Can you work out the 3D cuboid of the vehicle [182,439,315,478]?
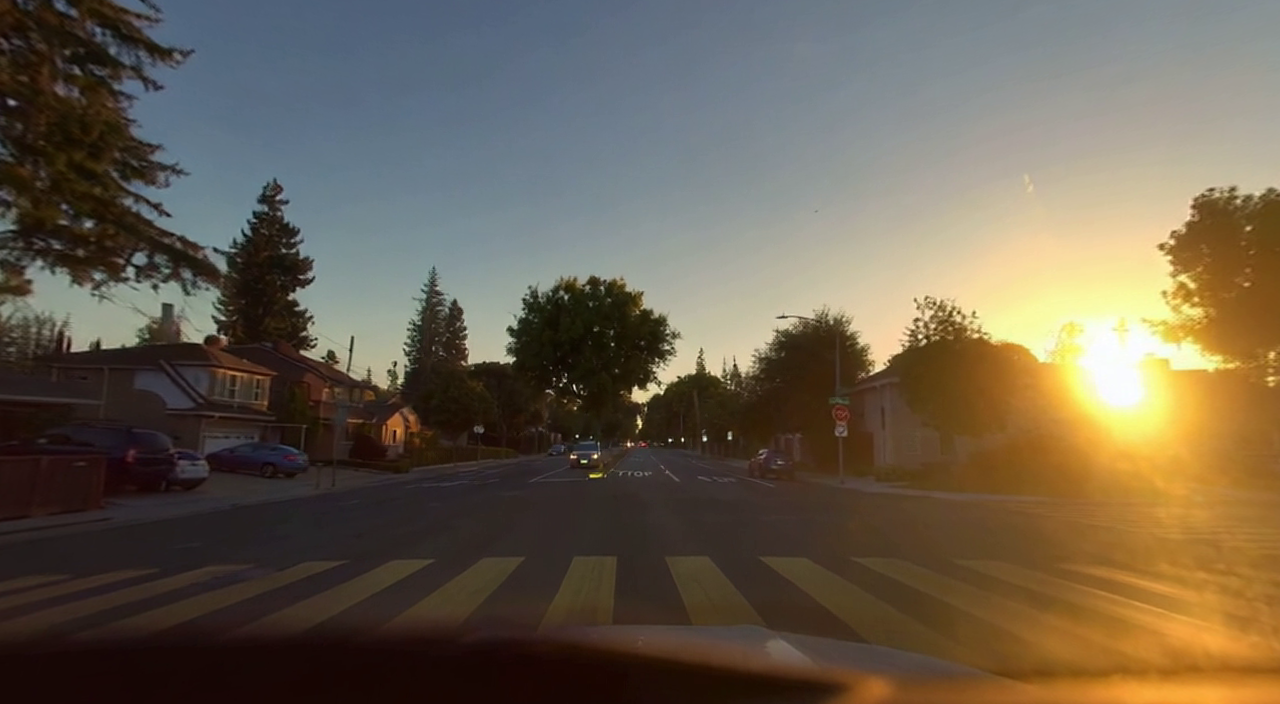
[{"bbox_3d":[-17.940,4.902,29.141,4.743,1.734,1.994,0,-9,-1],"label":"vehicle"}]

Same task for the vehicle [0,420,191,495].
[{"bbox_3d":[-17.916,3.407,20.509,4.800,2.259,2.303,0,-9,0],"label":"vehicle"}]

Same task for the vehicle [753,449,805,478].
[{"bbox_3d":[8.004,6.449,36.862,2.029,1.554,4.705,0,-9,1],"label":"vehicle"}]

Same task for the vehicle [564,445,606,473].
[{"bbox_3d":[-3.080,6.063,36.003,2.014,1.499,3.999,0,-9,0],"label":"vehicle"}]
